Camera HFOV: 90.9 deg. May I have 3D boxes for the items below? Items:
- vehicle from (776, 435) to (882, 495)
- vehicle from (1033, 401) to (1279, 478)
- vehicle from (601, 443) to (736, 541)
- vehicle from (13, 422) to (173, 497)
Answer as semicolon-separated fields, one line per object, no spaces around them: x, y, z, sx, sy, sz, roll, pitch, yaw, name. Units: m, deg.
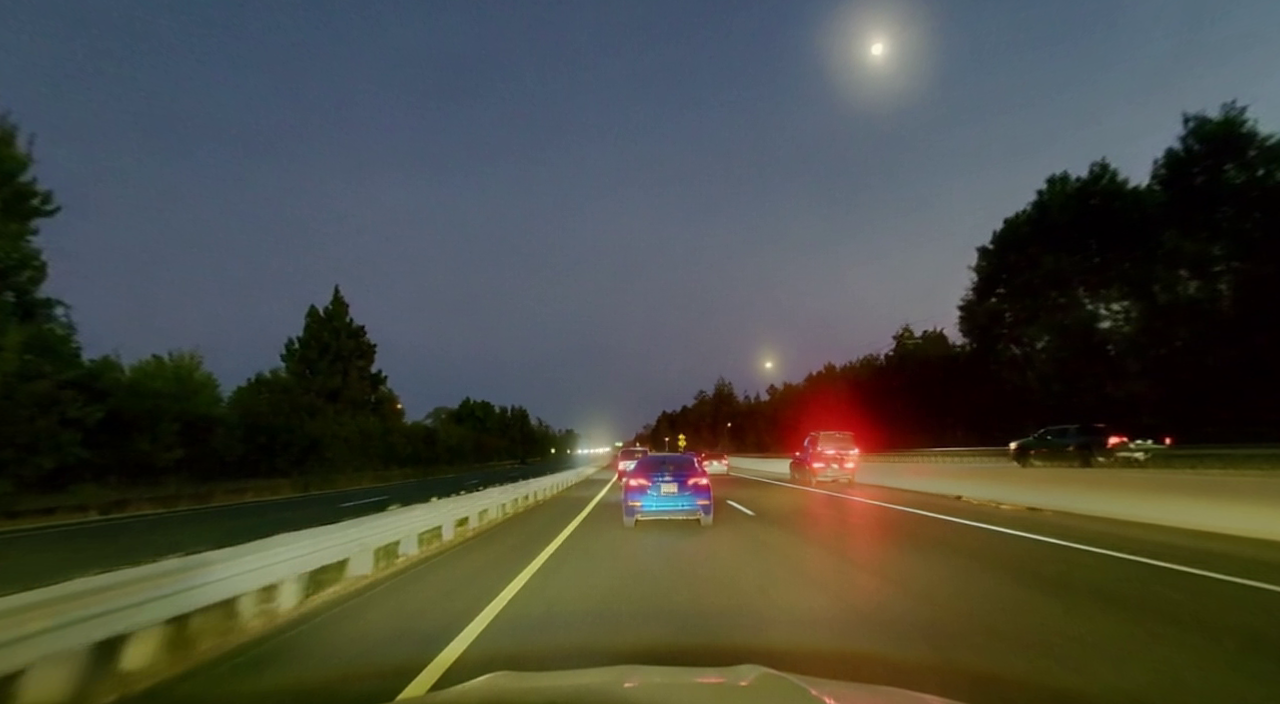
6.361;3.879;21.851;2.177;1.827;4.565;0;-9;-1;vehicle
31.570;5.652;39.998;2.822;3.996;14.073;1;-9;-7;vehicle
0.418;2.469;11.712;2.076;1.485;3.774;0;-9;-1;vehicle
-33.496;6.593;39.192;2.902;3.981;7.819;-3;-8;0;vehicle
